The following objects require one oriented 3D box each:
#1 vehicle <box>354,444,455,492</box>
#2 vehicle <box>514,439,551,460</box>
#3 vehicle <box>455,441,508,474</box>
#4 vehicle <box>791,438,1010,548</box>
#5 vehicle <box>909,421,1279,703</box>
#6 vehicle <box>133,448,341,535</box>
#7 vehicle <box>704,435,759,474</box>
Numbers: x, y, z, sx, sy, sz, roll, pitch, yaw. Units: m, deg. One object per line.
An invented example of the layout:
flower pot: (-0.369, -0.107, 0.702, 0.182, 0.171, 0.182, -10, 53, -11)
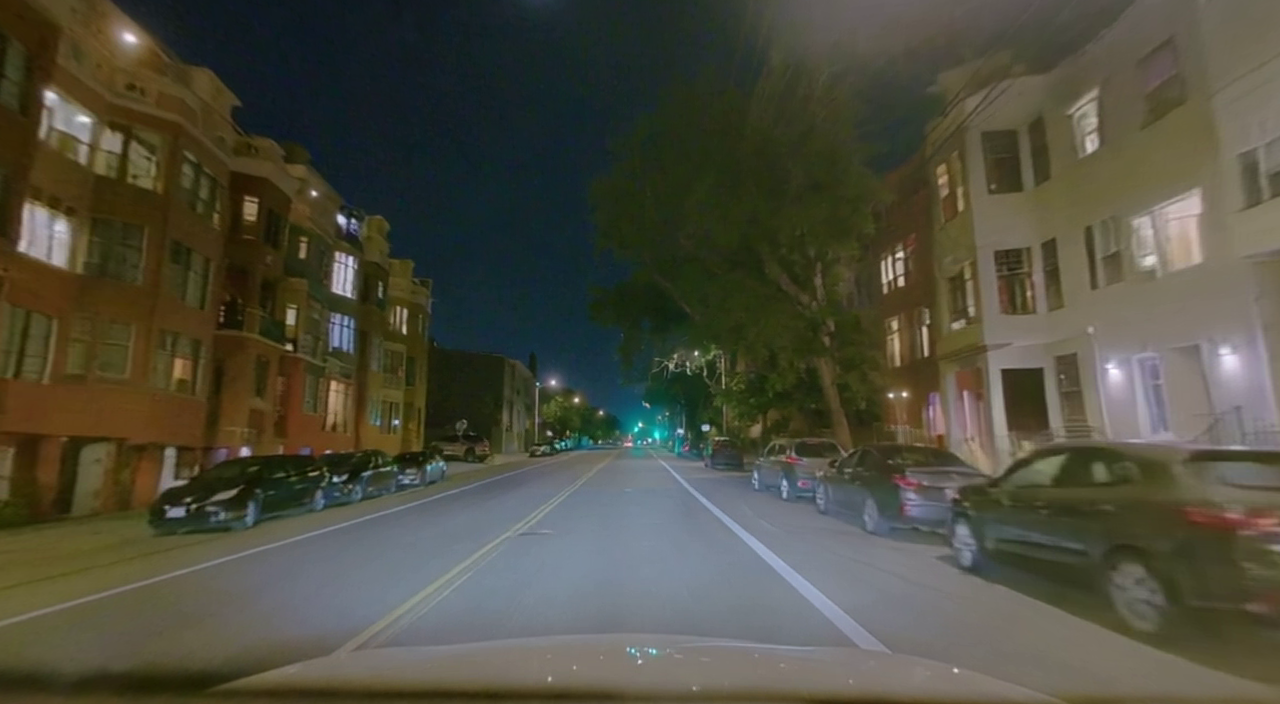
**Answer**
vehicle: (-8.211, 4.056, 22.472, 1.875, 1.498, 4.395, -1, -8, 0)
vehicle: (-8.324, 7.599, 49.220, 1.981, 1.505, 4.359, -1, -9, 2)
vehicle: (-8.233, 5.483, 33.068, 1.883, 1.565, 3.655, -2, -8, -1)
vehicle: (4.075, 2.244, 10.806, 1.748, 1.471, 4.305, 0, -9, -3)
vehicle: (4.178, 1.465, 5.533, 1.845, 1.556, 3.929, 0, -9, -1)
vehicle: (-8.098, 2.786, 13.239, 1.852, 1.482, 3.916, -1, -9, -2)
vehicle: (4.185, 4.771, 29.579, 1.889, 1.703, 4.253, 0, -9, -1)
